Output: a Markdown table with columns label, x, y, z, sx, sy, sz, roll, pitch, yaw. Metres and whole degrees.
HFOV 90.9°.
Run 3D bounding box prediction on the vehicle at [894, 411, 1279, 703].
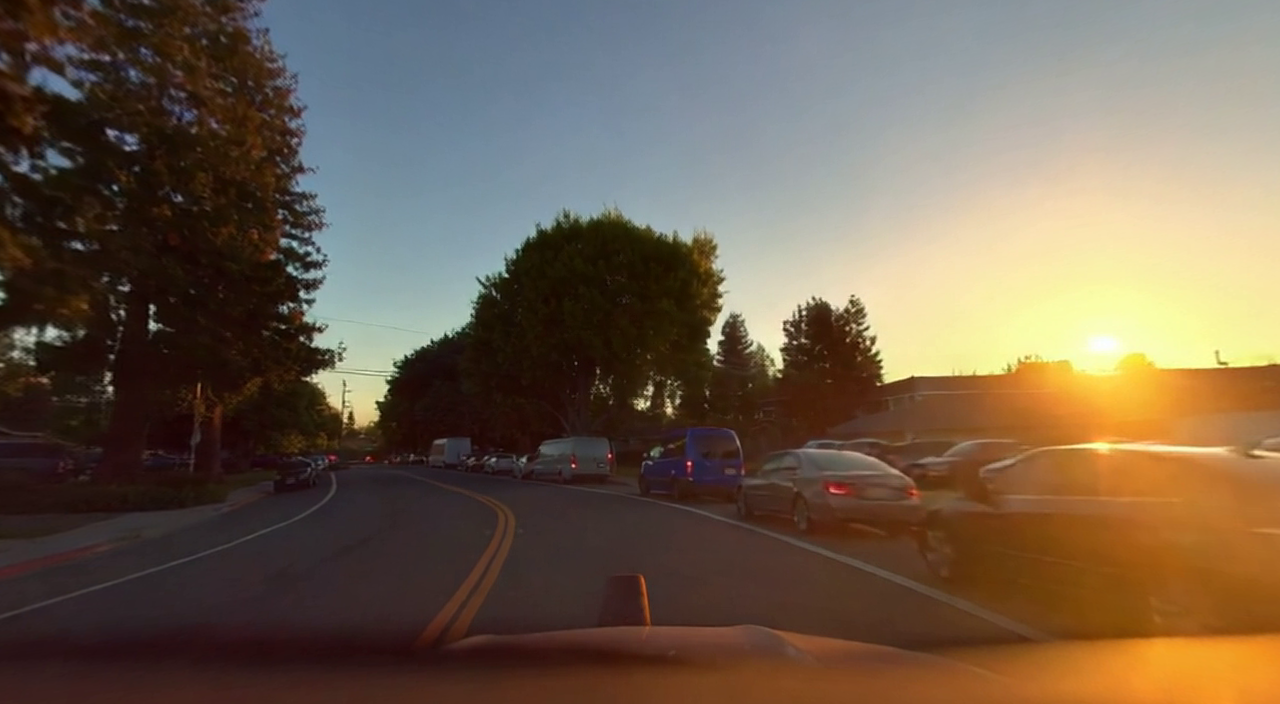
| label | x | y | z | sx | sy | sz | roll | pitch | yaw |
| --- | --- | --- | --- | --- | --- | --- | --- | --- | --- |
| vehicle | 3.928 | 1.285 | 4.719 | 1.961 | 1.456 | 4.569 | 0 | -9 | -3 |

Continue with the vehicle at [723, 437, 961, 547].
| label | x | y | z | sx | sy | sz | roll | pitch | yaw |
| --- | --- | --- | --- | --- | --- | --- | --- | --- | --- |
| vehicle | 3.137 | 2.290 | 11.042 | 1.957 | 1.479 | 4.554 | 2 | -9 | -11 |

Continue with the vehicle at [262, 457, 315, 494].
| label | x | y | z | sx | sy | sz | roll | pitch | yaw |
| --- | --- | --- | --- | --- | --- | --- | --- | --- | --- |
| vehicle | -16.299 | 5.669 | 29.266 | 1.950 | 1.489 | 4.214 | 3 | -10 | -28 |

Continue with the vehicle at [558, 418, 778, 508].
| label | x | y | z | sx | sy | sz | roll | pitch | yaw |
| --- | --- | --- | --- | --- | --- | --- | --- | --- | --- |
| vehicle | 0.184 | 3.609 | 20.907 | 3.041 | 2.164 | 10.370 | 2 | -10 | -23 |
